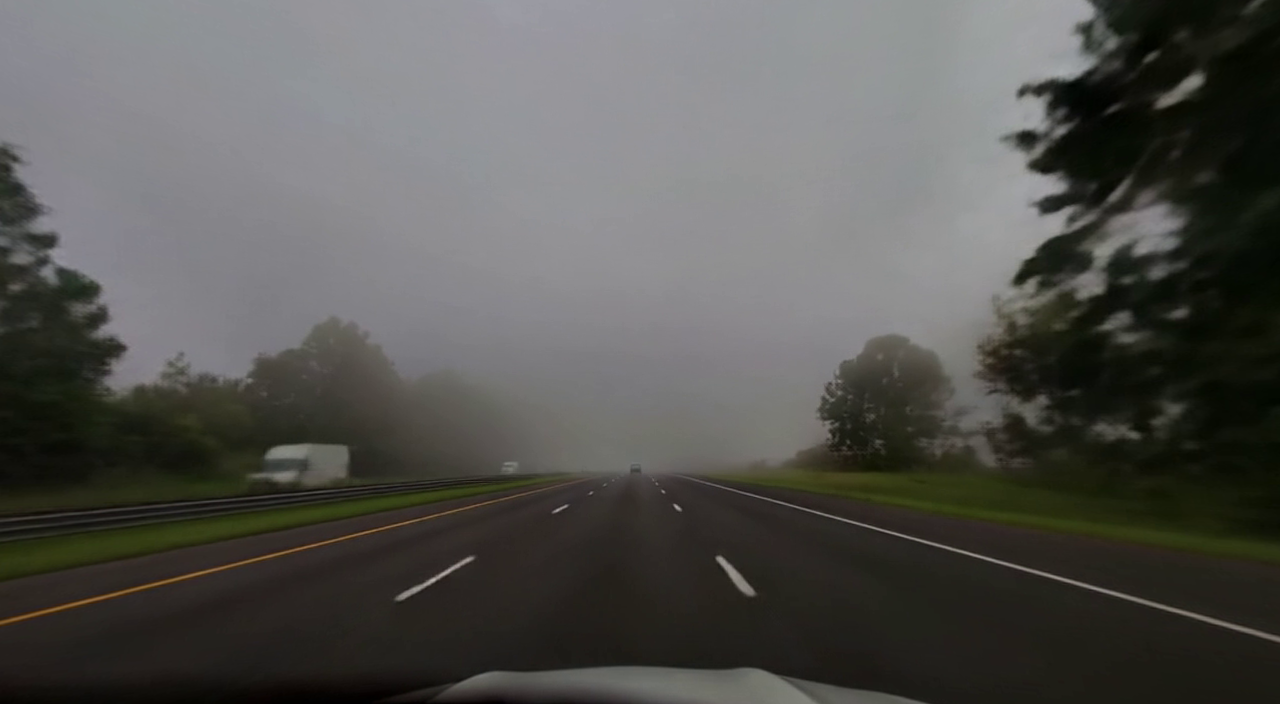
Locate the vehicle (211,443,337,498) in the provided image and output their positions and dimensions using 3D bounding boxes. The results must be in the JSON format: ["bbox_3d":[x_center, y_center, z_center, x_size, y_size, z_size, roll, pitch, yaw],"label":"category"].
[{"bbox_3d":[-16.836,5.546,29.522,2.243,2.265,5.976,1,-10,0],"label":"vehicle"}]
